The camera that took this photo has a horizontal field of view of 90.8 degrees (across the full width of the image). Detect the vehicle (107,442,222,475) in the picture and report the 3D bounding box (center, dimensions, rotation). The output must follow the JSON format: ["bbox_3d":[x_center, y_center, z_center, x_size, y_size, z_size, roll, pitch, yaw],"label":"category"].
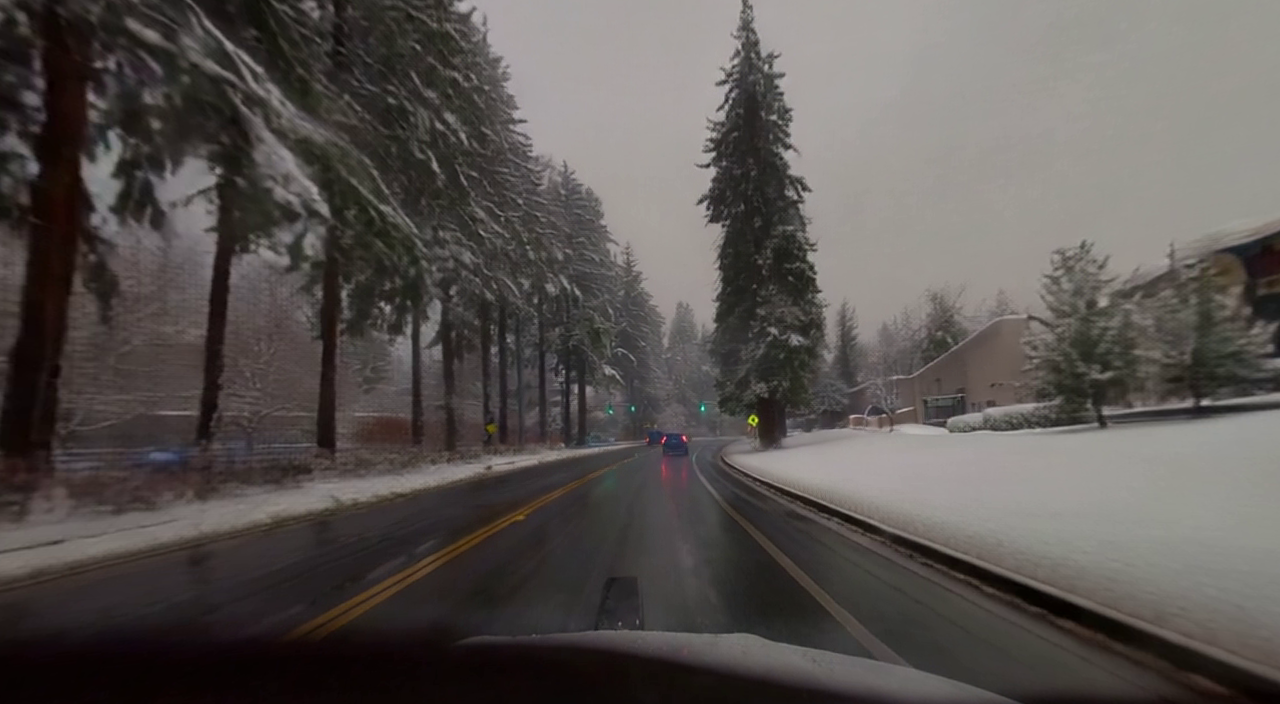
[{"bbox_3d":[-23.138,5.172,31.010,1.821,1.451,4.669,-1,-8,4],"label":"vehicle"}]
